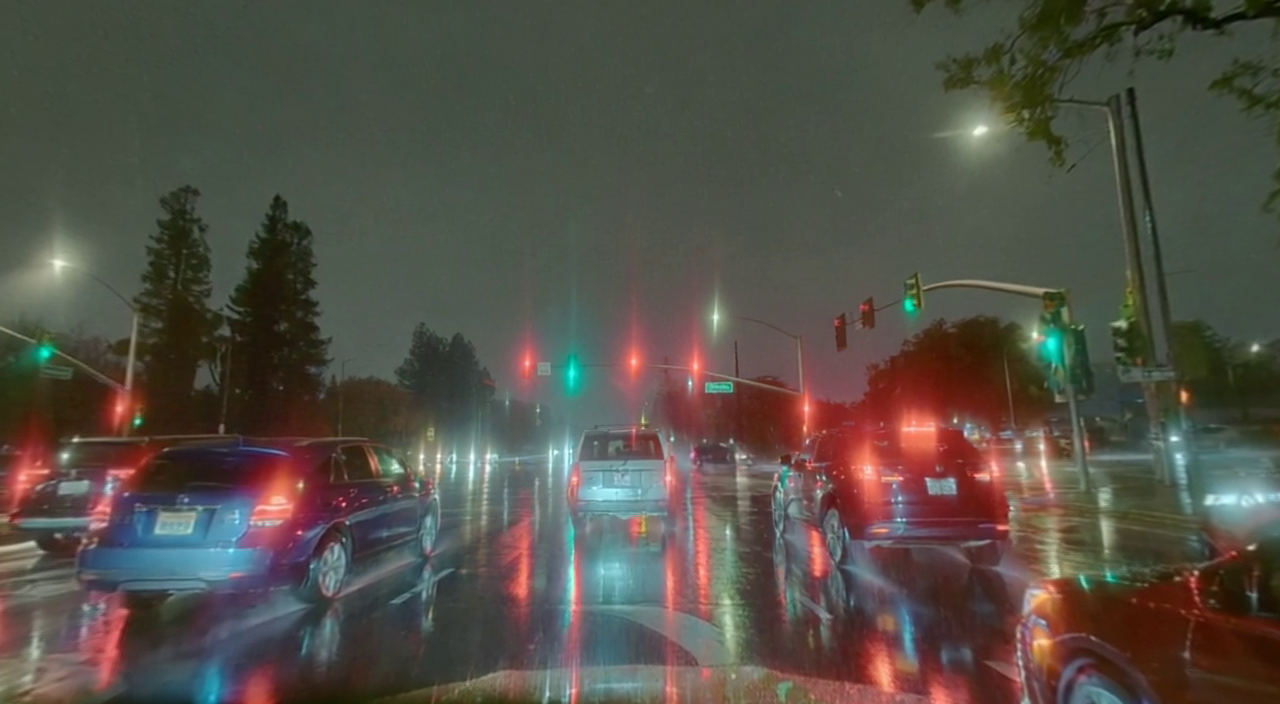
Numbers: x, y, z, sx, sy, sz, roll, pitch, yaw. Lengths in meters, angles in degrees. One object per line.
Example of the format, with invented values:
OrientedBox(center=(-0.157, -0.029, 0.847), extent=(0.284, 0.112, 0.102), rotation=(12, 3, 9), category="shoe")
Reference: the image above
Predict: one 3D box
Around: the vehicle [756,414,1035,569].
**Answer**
OrientedBox(center=(3.287, 1.884, 9.353), extent=(2.097, 1.707, 4.461), rotation=(0, -8, -2), category="vehicle")

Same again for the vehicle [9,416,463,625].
OrientedBox(center=(-3.541, 1.538, 6.796), extent=(1.941, 1.492, 4.399), rotation=(0, -8, 1), category="vehicle")

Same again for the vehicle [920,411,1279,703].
OrientedBox(center=(3.251, 1.028, 2.803), extent=(1.960, 1.460, 4.233), rotation=(0, -8, -2), category="vehicle")

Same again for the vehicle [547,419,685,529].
OrientedBox(center=(-0.404, 2.271, 12.240), extent=(2.215, 1.749, 3.976), rotation=(0, -8, 0), category="vehicle")
